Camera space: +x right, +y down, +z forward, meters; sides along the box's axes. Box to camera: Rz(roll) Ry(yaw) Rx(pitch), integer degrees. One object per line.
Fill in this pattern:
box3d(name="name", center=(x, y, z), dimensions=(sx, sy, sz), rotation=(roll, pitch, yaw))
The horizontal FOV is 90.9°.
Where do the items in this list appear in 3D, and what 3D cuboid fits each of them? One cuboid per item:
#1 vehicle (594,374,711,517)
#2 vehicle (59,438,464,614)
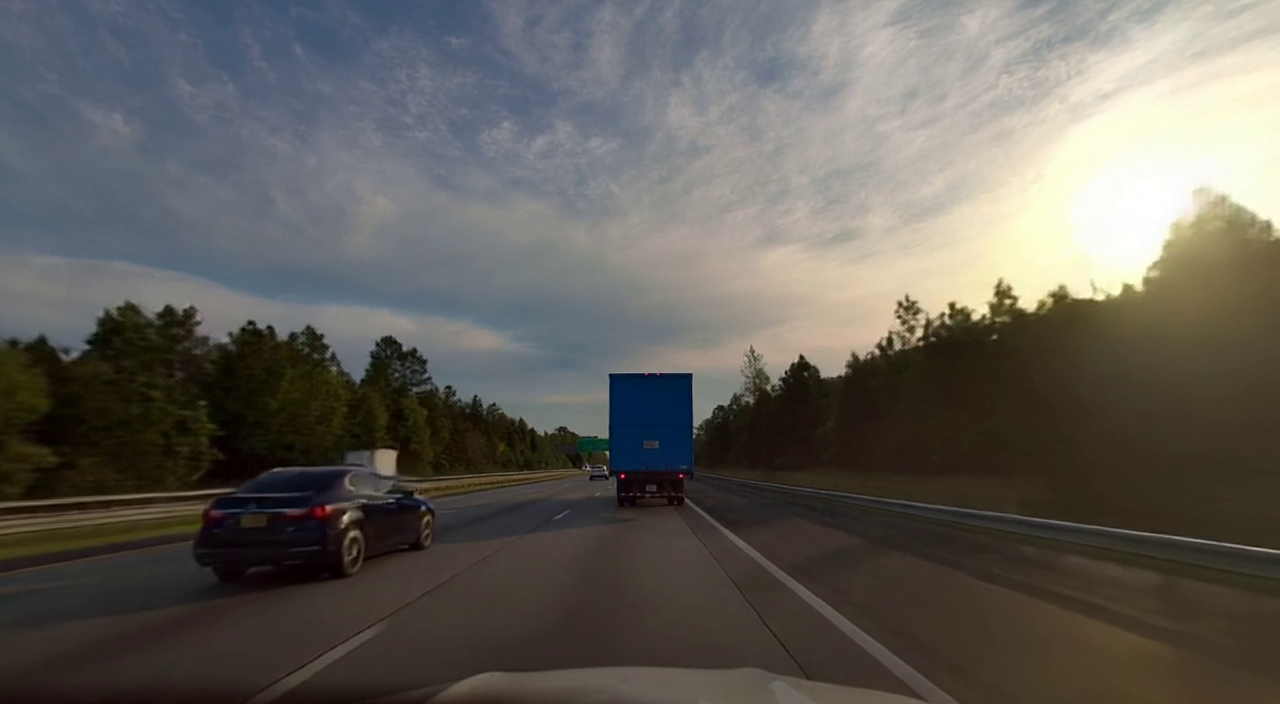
box3d(name="vehicle", center=(0.320, 3.262, 21.123), dimensions=(3.008, 3.678, 9.512), rotation=(1, -10, 0))
box3d(name="vehicle", center=(-4.014, 1.969, 8.011), dimensions=(2.079, 1.506, 4.821), rotation=(0, -10, 1))
